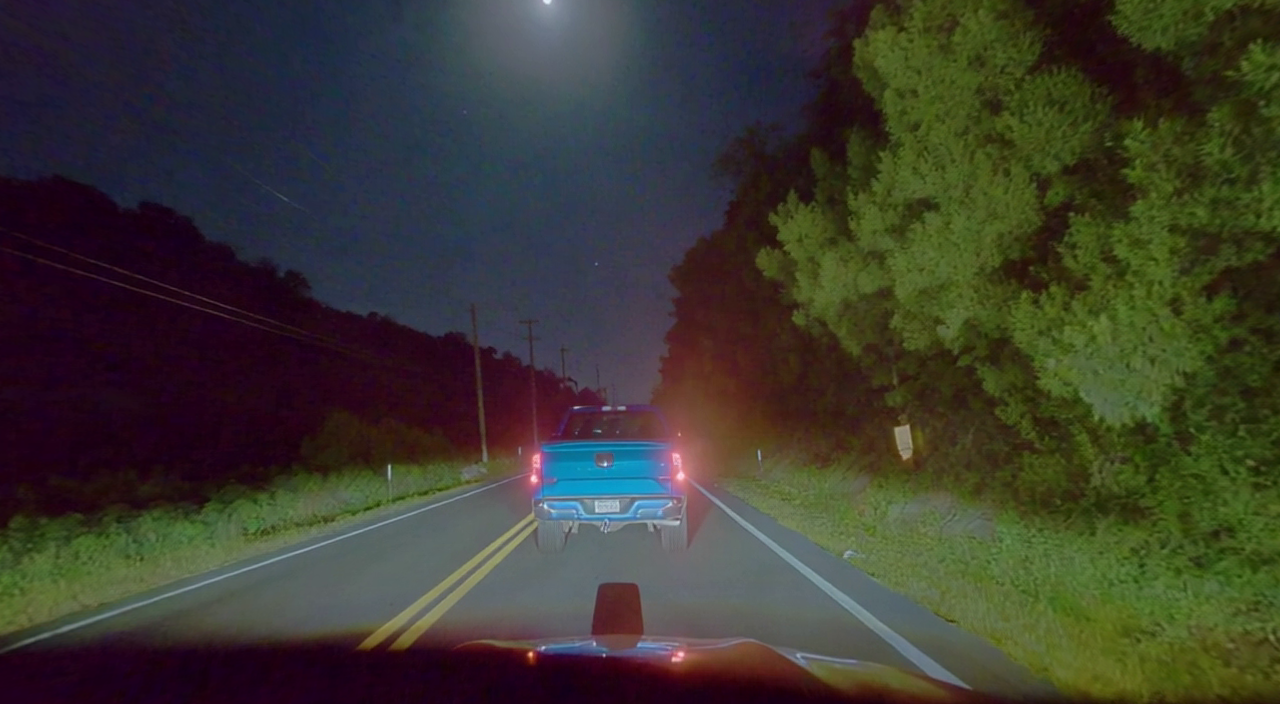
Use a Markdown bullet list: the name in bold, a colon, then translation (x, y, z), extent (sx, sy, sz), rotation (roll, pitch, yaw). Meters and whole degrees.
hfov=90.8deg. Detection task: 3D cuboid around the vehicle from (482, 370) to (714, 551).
- **vehicle**: translation (-0.550, 1.762, 10.794), extent (2.837, 2.223, 5.885), rotation (0, -8, -1)
